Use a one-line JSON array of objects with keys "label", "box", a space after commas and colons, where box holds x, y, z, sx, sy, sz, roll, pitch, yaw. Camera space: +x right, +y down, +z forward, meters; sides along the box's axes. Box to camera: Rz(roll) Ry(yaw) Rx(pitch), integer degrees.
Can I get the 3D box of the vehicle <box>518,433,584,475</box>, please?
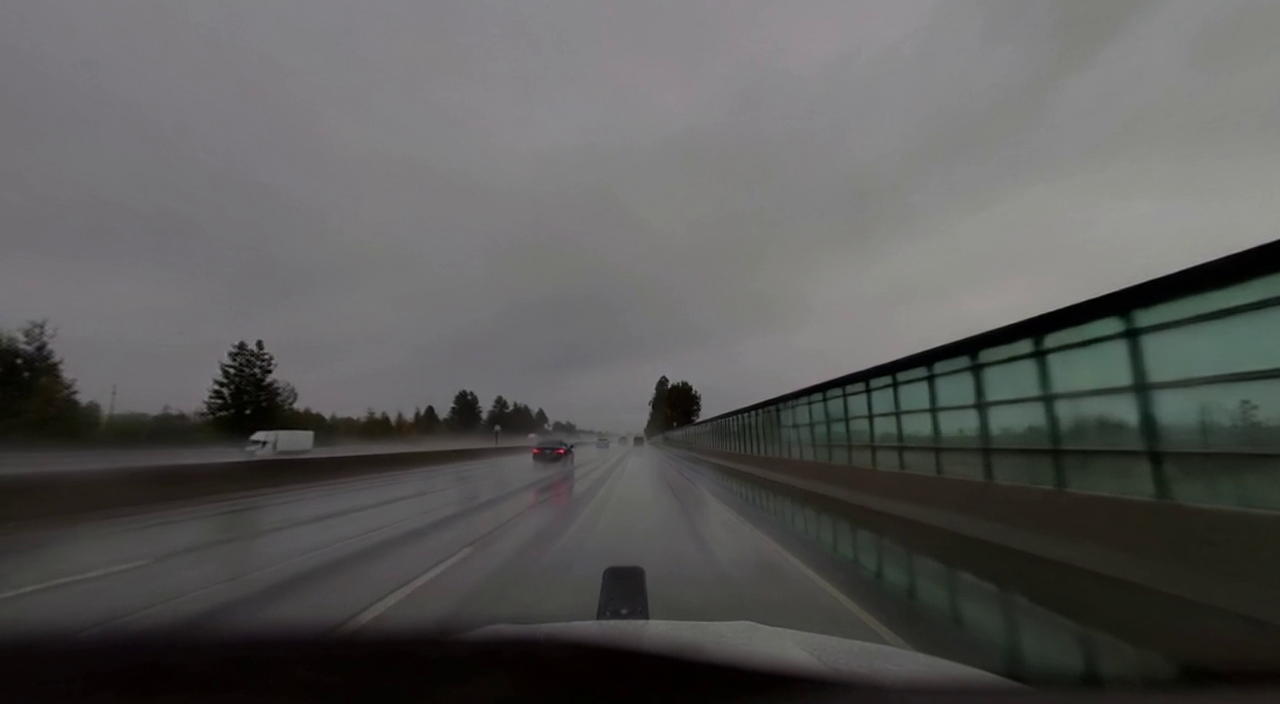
[{"label": "vehicle", "box": [-3.542, 4.161, 25.759, 2.059, 1.541, 4.296, 0, -8, 0]}]
